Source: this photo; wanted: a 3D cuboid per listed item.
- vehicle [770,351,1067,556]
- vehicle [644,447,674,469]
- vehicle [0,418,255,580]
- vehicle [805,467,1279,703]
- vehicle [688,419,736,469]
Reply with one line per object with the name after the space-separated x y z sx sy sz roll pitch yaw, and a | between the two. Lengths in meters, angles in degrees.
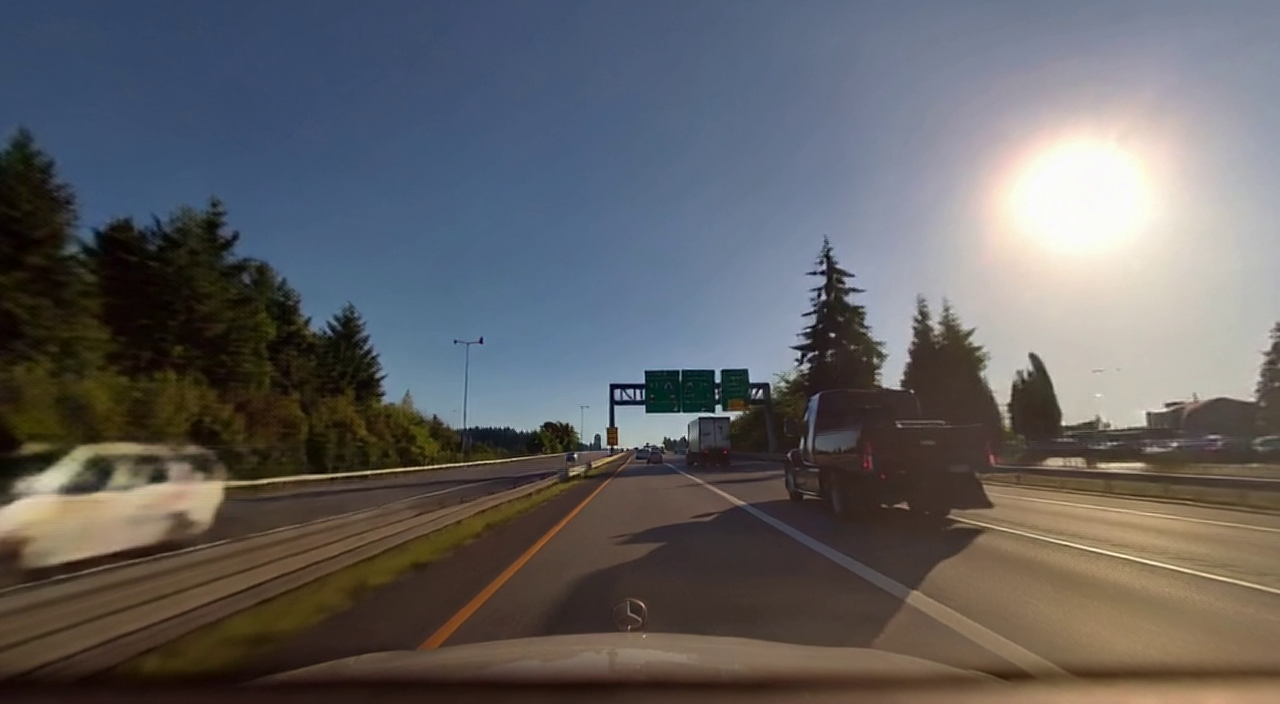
4.407 1.816 11.633 2.569 2.783 5.984 0 -9 -1 | vehicle
1.347 7.730 46.024 2.049 1.500 3.790 0 -9 0 | vehicle
-8.971 2.226 10.195 2.174 1.978 5.226 -2 -9 0 | vehicle
4.521 1.701 5.392 2.472 1.036 13.239 0 -9 -1 | vehicle
5.094 6.702 45.804 2.743 3.367 7.306 0 -9 1 | vehicle
